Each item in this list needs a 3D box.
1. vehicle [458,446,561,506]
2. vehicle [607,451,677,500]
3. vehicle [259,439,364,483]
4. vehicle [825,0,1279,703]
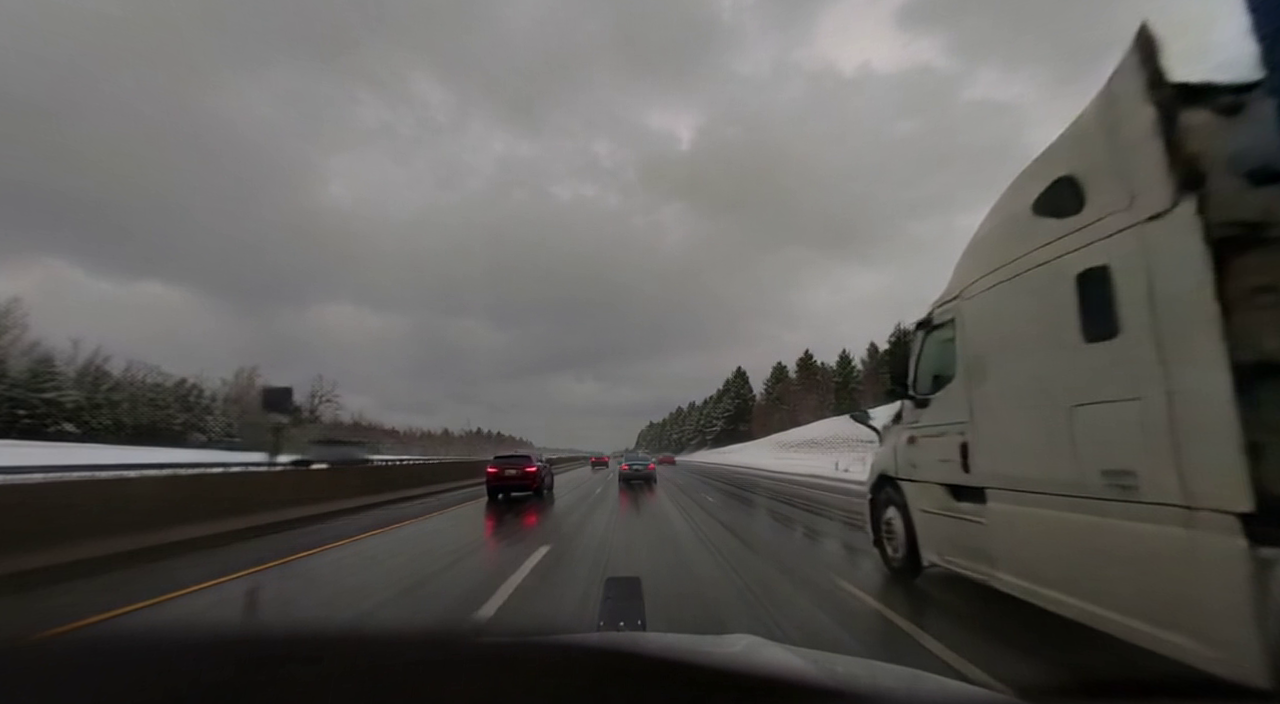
[{"bbox_3d":[-3.752,3.656,19.071,2.153,1.581,4.375,0,-9,0],"label":"vehicle"},{"bbox_3d":[0.036,3.875,20.201,2.023,1.400,4.028,0,-9,-1],"label":"vehicle"},{"bbox_3d":[-12.141,4.053,23.634,1.827,1.498,3.936,0,-9,0],"label":"vehicle"},{"bbox_3d":[4.313,0.344,5.968,3.017,3.953,6.582,0,-9,0],"label":"vehicle"}]
